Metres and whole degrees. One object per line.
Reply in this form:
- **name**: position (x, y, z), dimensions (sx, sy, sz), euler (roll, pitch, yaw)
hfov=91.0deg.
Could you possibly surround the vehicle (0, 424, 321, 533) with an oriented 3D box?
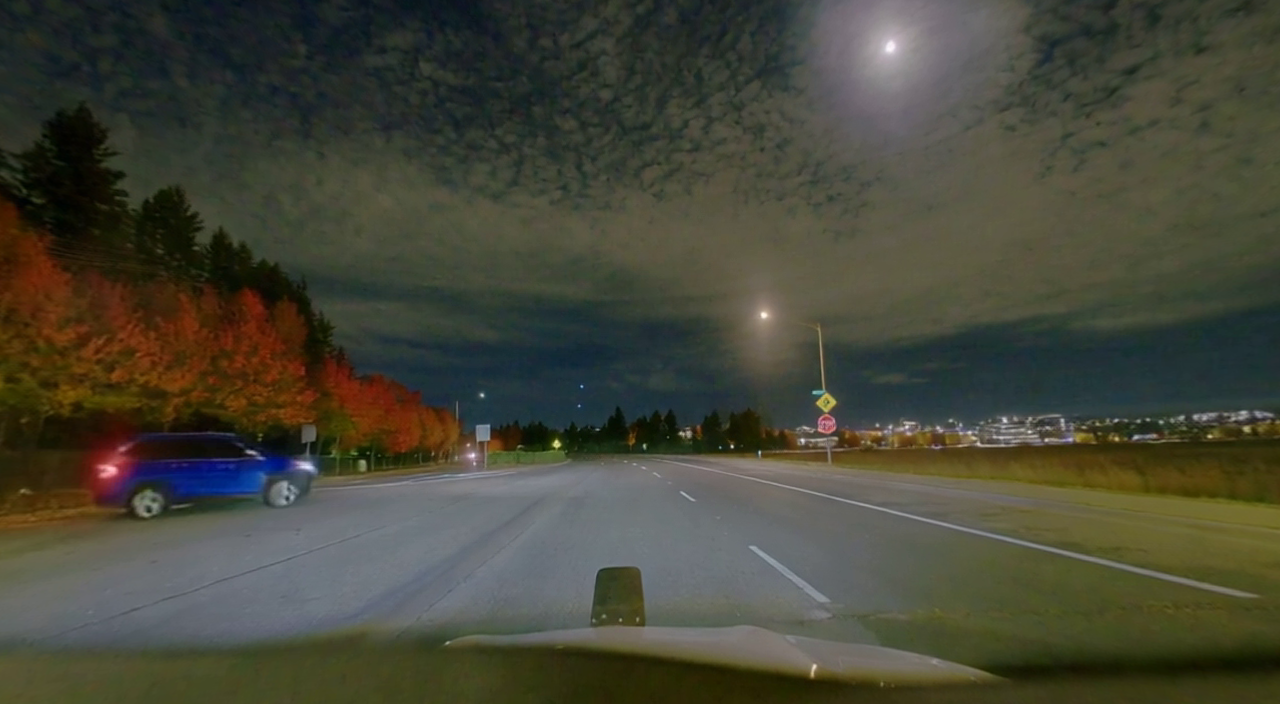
- **vehicle**: position (-10.689, 2.746, 14.317), dimensions (5.607, 2.012, 2.284), euler (7, -11, -40)
